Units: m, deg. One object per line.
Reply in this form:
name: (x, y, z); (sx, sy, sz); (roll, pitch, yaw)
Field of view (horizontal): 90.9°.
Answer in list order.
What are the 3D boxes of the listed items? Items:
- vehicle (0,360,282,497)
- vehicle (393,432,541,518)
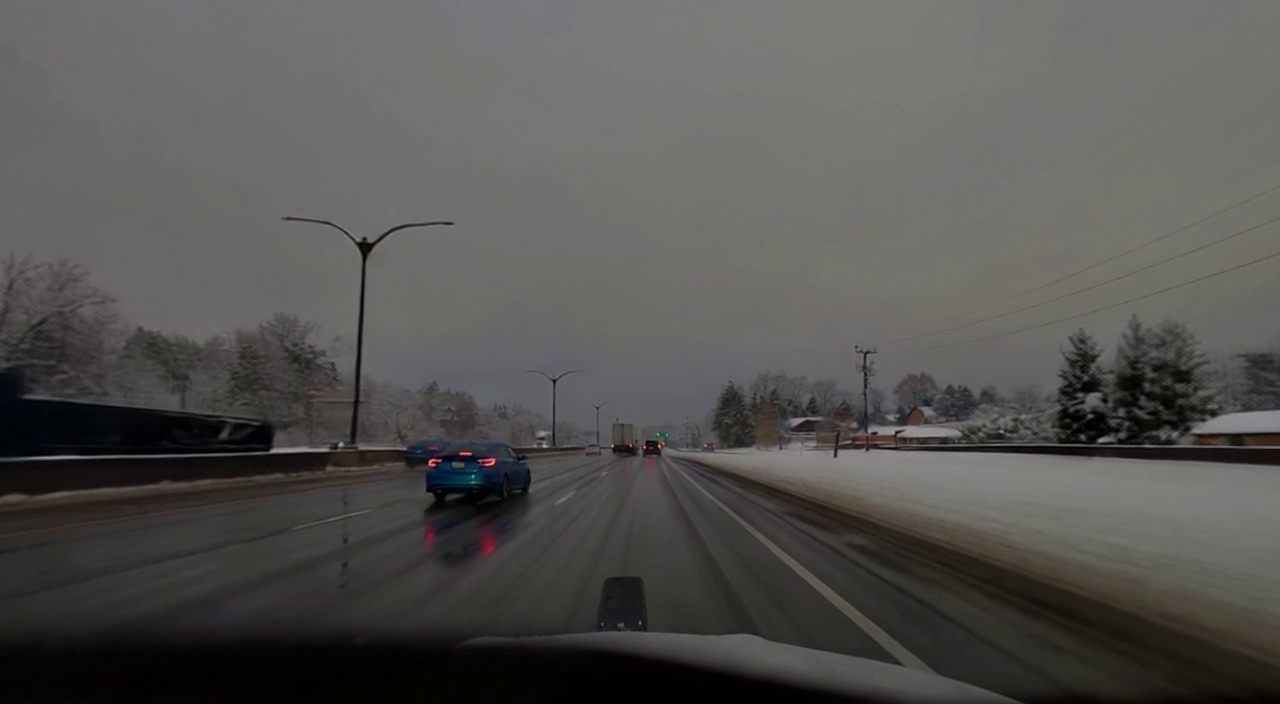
vehicle: (-17.936, 2.742, 21.505); (2.945, 3.489, 14.127); (0, -8, 1)
vehicle: (-3.382, 2.468, 13.162); (1.953, 1.511, 3.704); (0, -8, 2)
